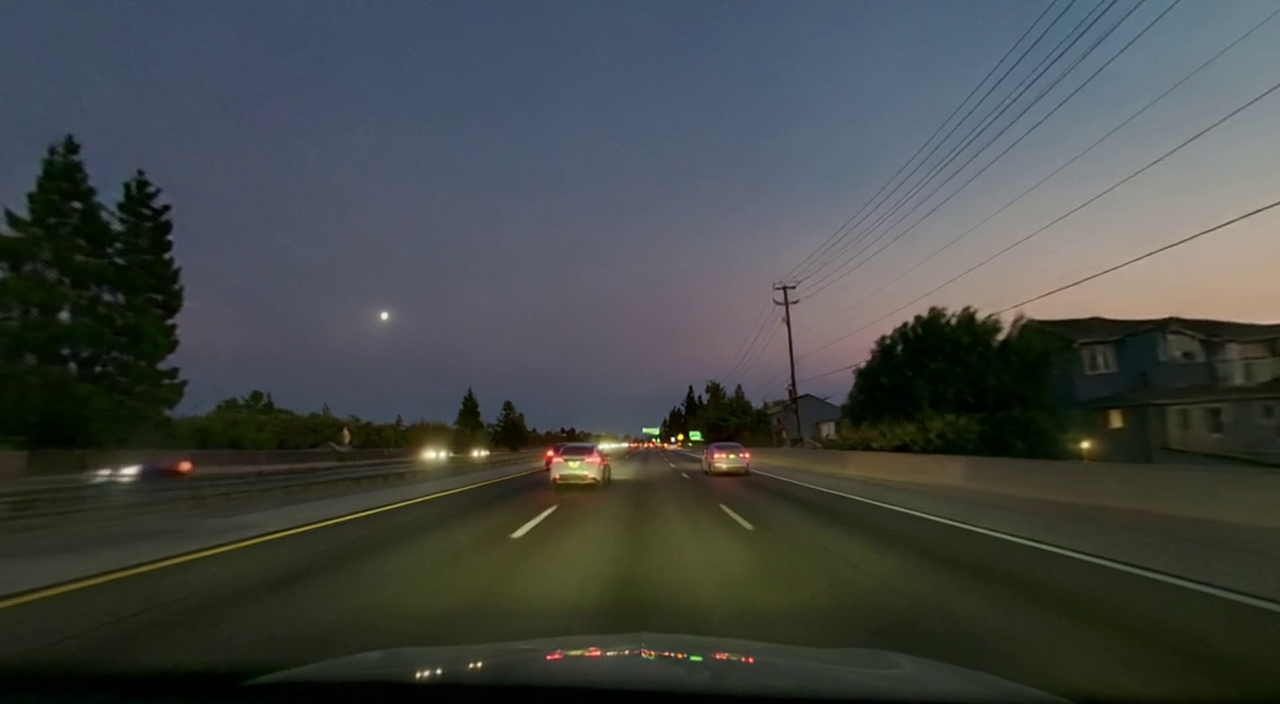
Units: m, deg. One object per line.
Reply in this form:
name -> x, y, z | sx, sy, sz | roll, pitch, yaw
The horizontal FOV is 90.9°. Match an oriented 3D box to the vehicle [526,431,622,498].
vehicle -> -1.666, 3.058, 17.522 | 2.049, 1.620, 4.153 | 0, -8, 2

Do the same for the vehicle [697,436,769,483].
vehicle -> 3.302, 3.896, 23.193 | 1.996, 1.579, 3.841 | 0, -8, -1

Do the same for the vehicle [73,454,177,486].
vehicle -> -31.538, 7.217, 38.896 | 2.143, 1.777, 5.015 | 0, -8, 0
